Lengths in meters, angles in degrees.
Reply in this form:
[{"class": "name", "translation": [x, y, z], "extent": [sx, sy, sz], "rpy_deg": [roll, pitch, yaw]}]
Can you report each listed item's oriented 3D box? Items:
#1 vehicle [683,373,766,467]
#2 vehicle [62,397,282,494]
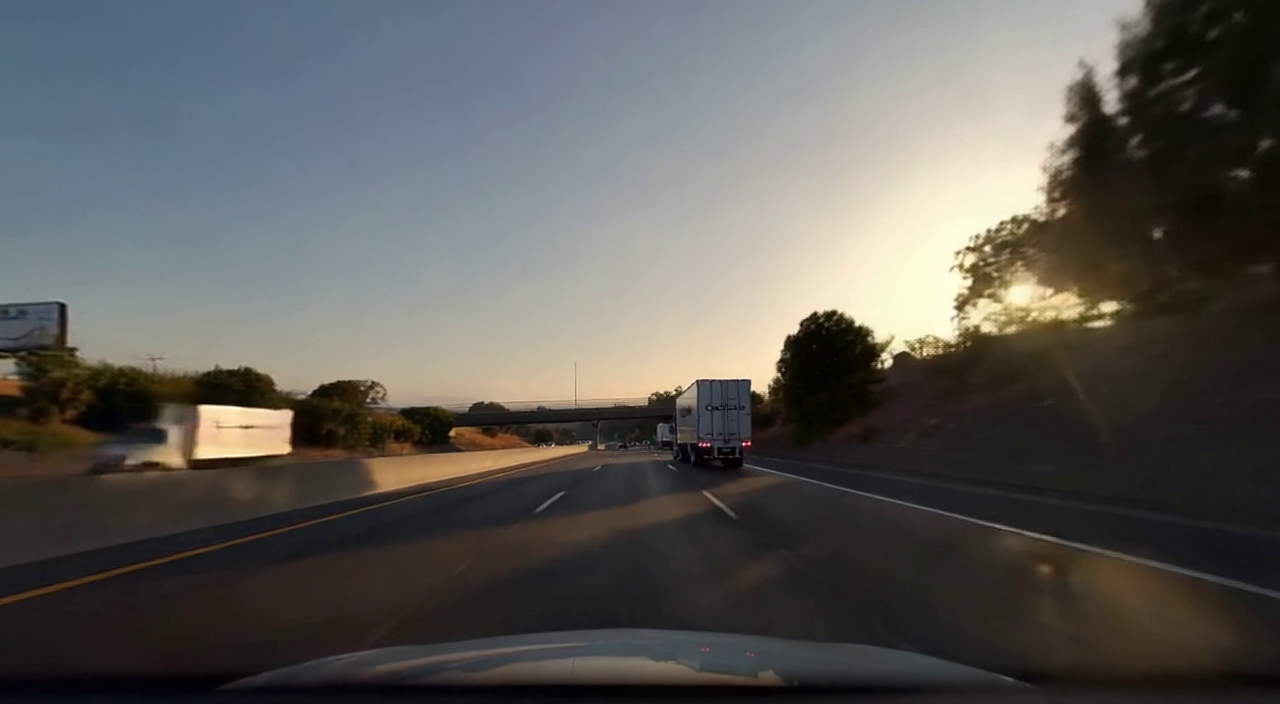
[{"class": "vehicle", "translation": [3.870, 3.501, 31.081], "extent": [2.840, 3.947, 8.920], "rpy_deg": [-1, -8, 0]}, {"class": "vehicle", "translation": [-15.507, 3.171, 21.621], "extent": [2.373, 2.764, 6.784], "rpy_deg": [0, -8, -1]}]
